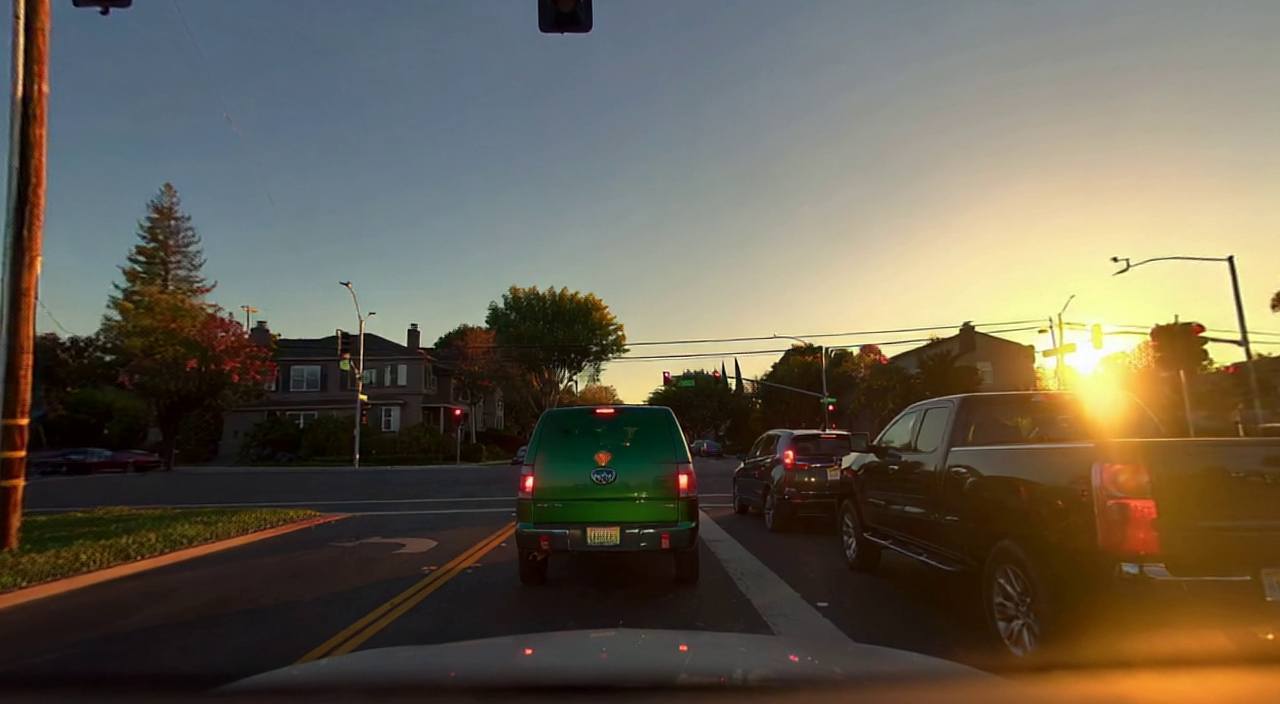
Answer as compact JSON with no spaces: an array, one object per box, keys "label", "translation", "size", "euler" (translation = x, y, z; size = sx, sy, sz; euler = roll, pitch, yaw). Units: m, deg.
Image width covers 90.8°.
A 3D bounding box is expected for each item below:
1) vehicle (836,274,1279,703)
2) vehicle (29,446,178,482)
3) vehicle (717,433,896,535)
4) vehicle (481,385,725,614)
[{"label":"vehicle","translation":[2.988,0.945,3.858],"size":[1.886,1.849,5.070],"euler":[0,-8,-1]},{"label":"vehicle","translation":[-22.864,4.783,27.089],"size":[4.533,1.350,1.714],"euler":[0,-8,-9]},{"label":"vehicle","translation":[2.725,2.264,11.530],"size":[1.952,1.465,4.421],"euler":[0,-8,-1]},{"label":"vehicle","translation":[-0.226,1.403,6.736],"size":[1.915,1.780,3.379],"euler":[-1,-8,2]}]
